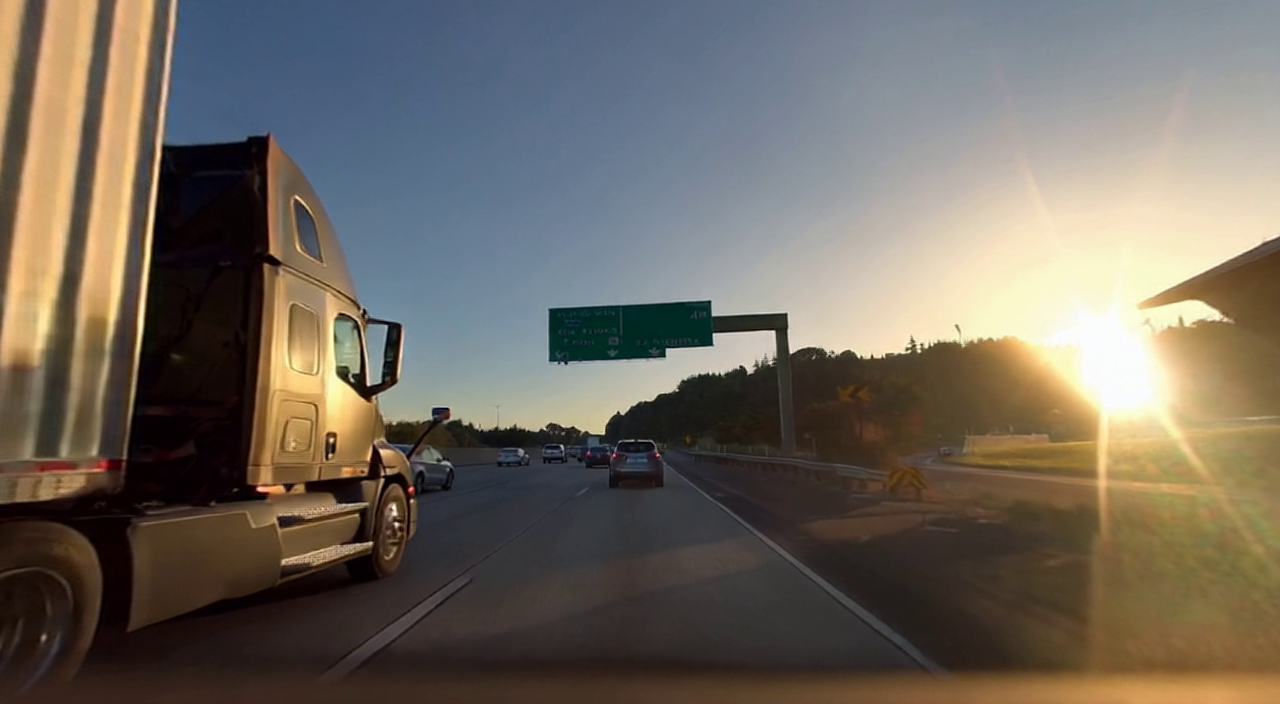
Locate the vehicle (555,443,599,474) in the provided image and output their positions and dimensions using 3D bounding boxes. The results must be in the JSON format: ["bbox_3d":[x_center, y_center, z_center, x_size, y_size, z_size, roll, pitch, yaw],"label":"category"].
[{"bbox_3d":[-3.482,5.976,35.544,1.952,1.649,4.131,0,-9,1],"label":"vehicle"}]

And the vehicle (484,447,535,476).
[{"bbox_3d":[-7.124,6.019,34.861,1.869,1.466,4.217,0,-9,1],"label":"vehicle"}]

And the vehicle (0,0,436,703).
[{"bbox_3d":[-3.828,-0.430,2.326,2.990,3.885,8.540,0,-9,2],"label":"vehicle"}]

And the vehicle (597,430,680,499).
[{"bbox_3d":[-0.014,3.227,18.376,2.152,1.779,3.924,0,-9,1],"label":"vehicle"}]
